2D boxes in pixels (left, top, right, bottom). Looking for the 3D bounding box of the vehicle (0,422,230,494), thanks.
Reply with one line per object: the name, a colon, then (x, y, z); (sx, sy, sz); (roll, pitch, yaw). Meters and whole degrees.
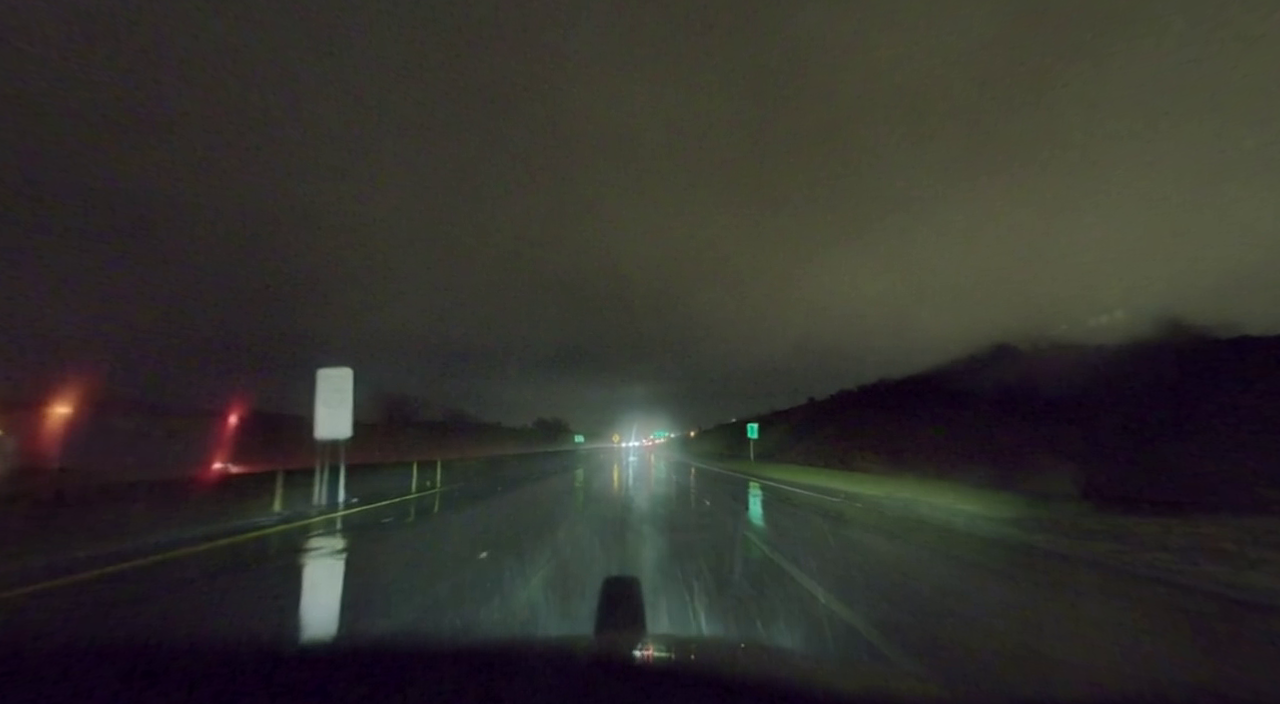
vehicle: (-36.422, 7.447, 45.091); (2.972, 4.186, 16.376); (0, -9, 1)
